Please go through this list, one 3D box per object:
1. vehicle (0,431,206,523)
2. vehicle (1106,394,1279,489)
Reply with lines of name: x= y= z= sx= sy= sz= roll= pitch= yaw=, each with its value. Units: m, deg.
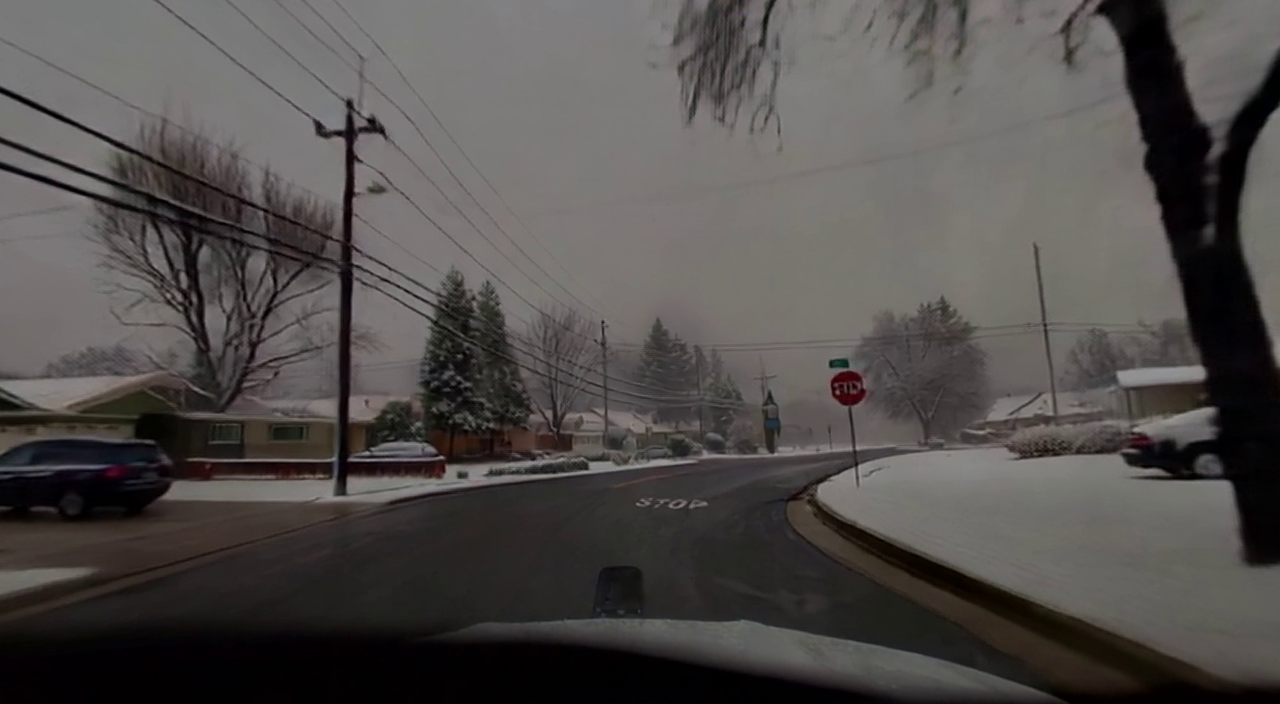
vehicle: x=-12.616 y=2.697 z=13.945 sx=4.484 sy=1.852 sz=2.009 roll=0 pitch=-9 yaw=-2
vehicle: x=12.277 y=1.791 z=12.630 sx=4.180 sy=1.759 sz=1.940 roll=-2 pitch=-9 yaw=11
